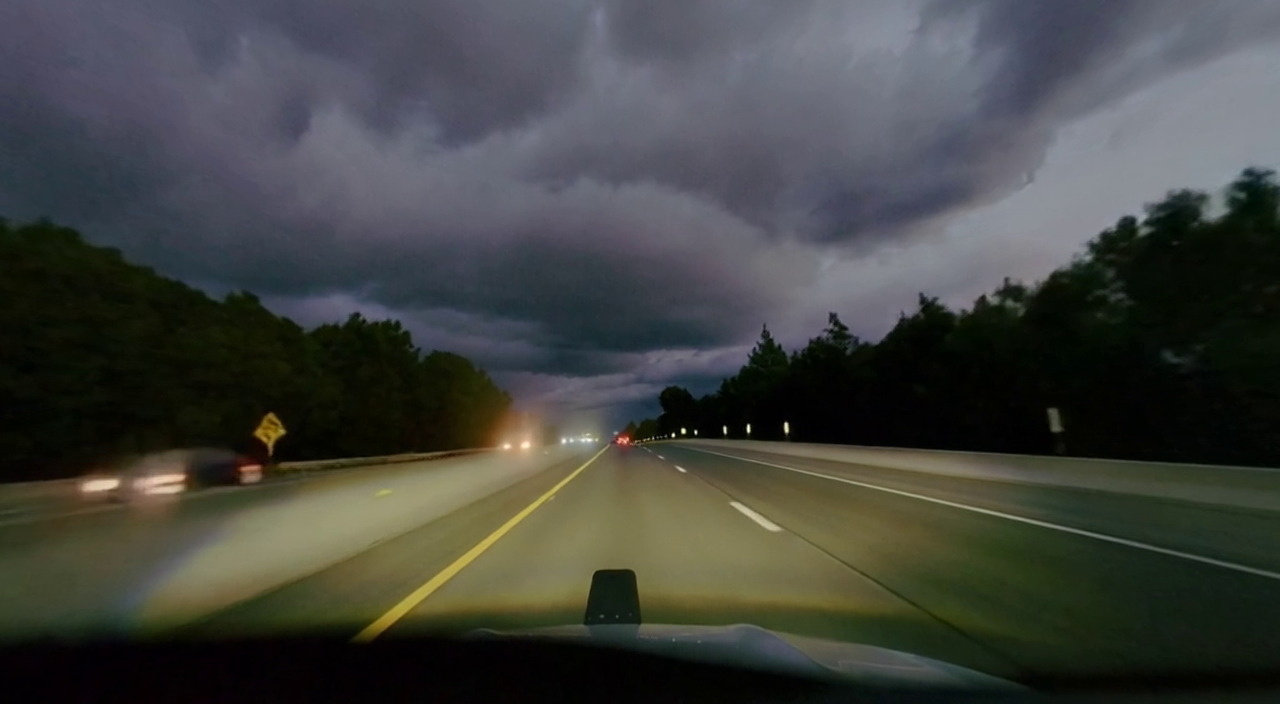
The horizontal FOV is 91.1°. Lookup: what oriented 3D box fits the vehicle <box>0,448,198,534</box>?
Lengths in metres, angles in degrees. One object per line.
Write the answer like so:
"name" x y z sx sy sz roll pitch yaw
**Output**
"vehicle" -13.177 3.137 14.930 1.985 1.608 4.652 0 -8 -1
